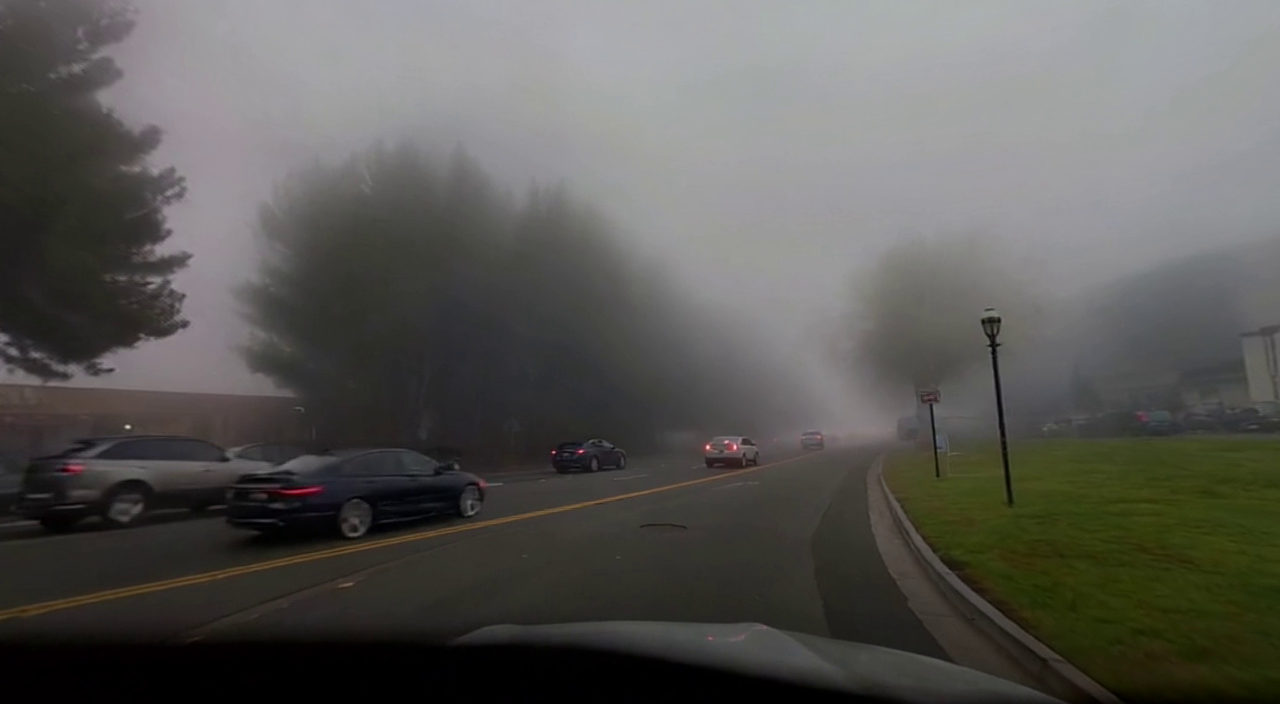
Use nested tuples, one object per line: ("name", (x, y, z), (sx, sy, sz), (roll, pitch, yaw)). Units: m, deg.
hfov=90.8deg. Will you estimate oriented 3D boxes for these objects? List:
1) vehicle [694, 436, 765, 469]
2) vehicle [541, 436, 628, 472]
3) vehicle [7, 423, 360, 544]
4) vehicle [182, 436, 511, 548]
("vehicle", (4.525, 5.028, 31.470), (1.984, 1.482, 4.482), (-5, -11, 29))
("vehicle", (-2.964, 5.613, 34.714), (2.506, 1.718, 4.822), (-7, -11, 27))
("vehicle", (-7.835, 2.314, 11.519), (2.050, 1.695, 4.677), (-6, -11, 26))
("vehicle", (-4.684, 2.273, 10.965), (2.056, 1.442, 4.725), (-4, -10, 31))
